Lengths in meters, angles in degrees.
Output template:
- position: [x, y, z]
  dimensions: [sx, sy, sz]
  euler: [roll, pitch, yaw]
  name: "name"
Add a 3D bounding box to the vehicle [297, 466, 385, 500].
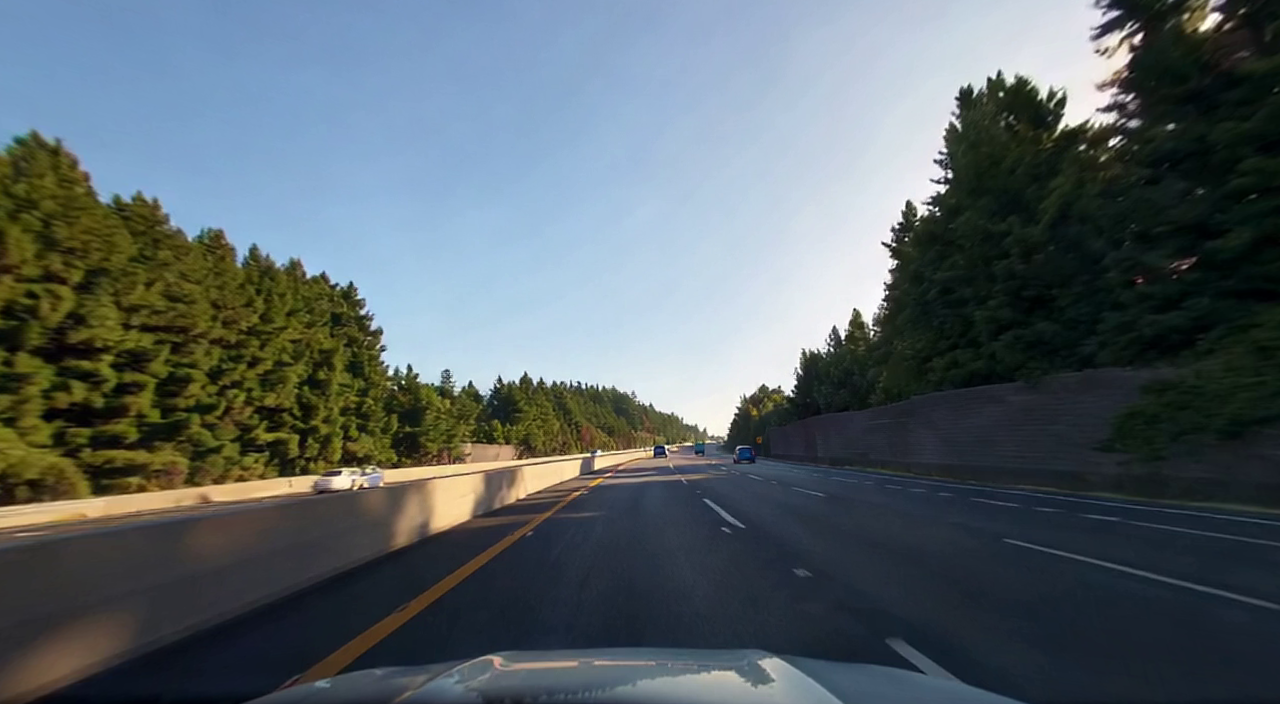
- position: [-15.120, 6.637, 32.212]
  dimensions: [2.080, 1.464, 4.772]
  euler: [-1, -9, 2]
  name: "vehicle"
